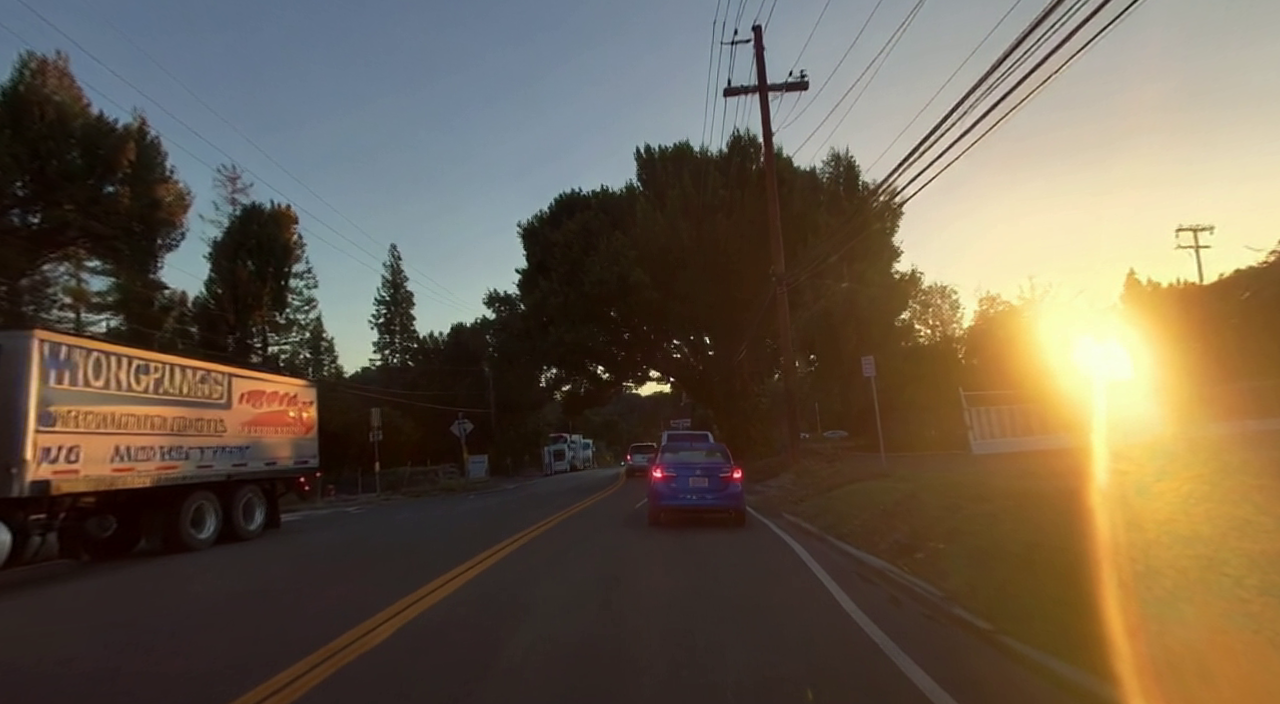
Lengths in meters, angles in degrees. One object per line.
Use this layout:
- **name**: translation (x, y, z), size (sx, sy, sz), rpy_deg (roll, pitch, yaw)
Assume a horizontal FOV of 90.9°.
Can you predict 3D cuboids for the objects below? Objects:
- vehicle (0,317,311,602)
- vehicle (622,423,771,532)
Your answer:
- **vehicle**: translation (-8.452, 1.431, 8.229), size (3.395, 3.071, 7.634), rpy_deg (-7, -6, 7)
- **vehicle**: translation (0.827, 2.039, 10.763), size (2.081, 1.503, 3.726), rpy_deg (0, -8, 1)
